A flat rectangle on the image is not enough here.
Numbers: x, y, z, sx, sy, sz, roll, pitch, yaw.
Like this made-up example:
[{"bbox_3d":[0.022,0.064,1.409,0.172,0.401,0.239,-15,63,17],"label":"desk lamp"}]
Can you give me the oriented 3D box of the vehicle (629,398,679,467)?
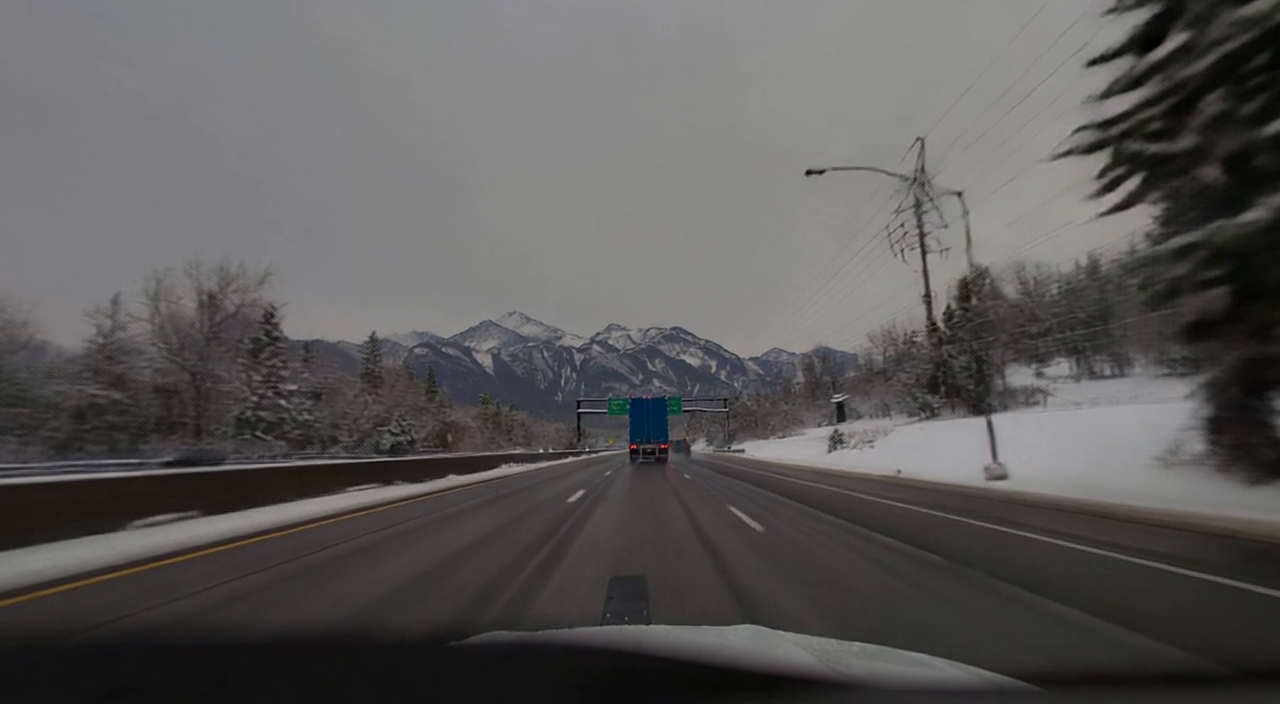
[{"bbox_3d":[0.774,5.634,43.368,2.919,4.101,11.541,0,-8,-1],"label":"vehicle"}]
